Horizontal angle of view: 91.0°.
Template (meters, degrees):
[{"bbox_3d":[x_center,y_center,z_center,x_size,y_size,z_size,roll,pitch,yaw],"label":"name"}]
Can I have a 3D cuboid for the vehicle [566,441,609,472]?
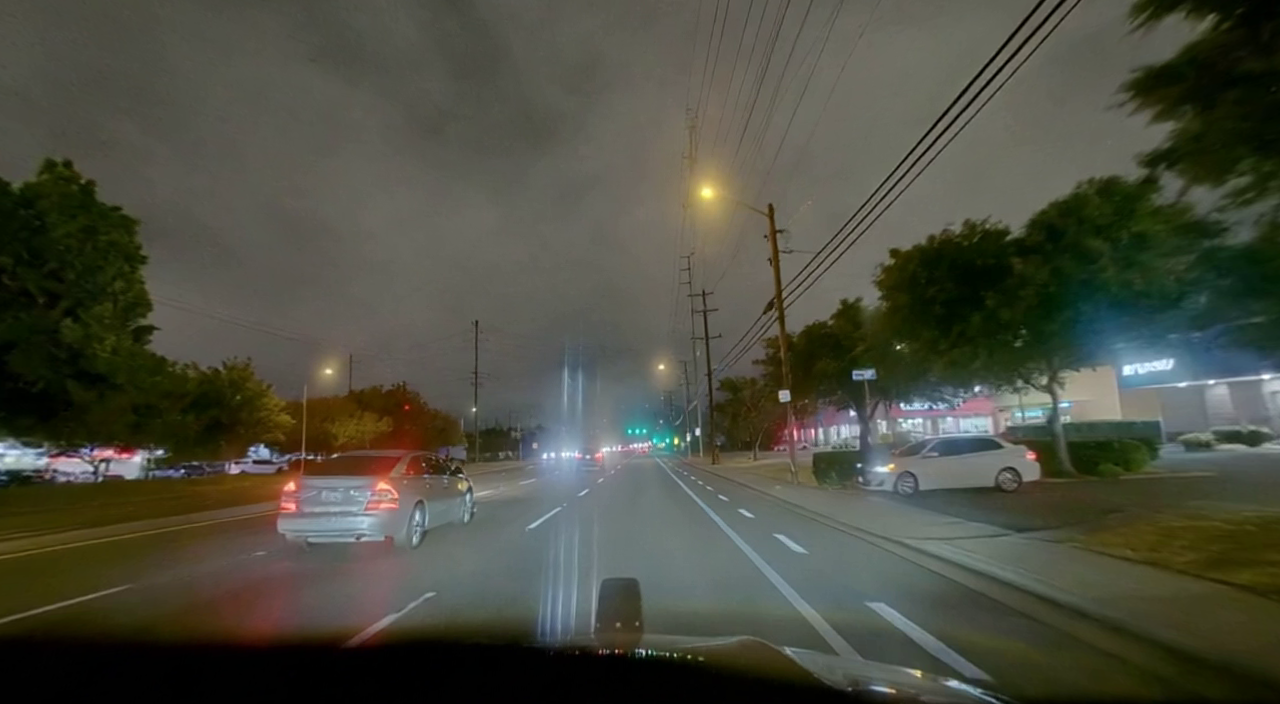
[{"bbox_3d":[-3.133,6.346,38.428,2.087,1.736,4.311,0,-9,2],"label":"vehicle"}]

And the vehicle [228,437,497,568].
[{"bbox_3d":[-3.681,2.059,9.454,1.942,1.469,4.426,0,-9,1],"label":"vehicle"}]

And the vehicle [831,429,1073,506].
[{"bbox_3d":[6.893,2.593,14.315,4.465,1.566,1.923,0,-9,-1],"label":"vehicle"}]
